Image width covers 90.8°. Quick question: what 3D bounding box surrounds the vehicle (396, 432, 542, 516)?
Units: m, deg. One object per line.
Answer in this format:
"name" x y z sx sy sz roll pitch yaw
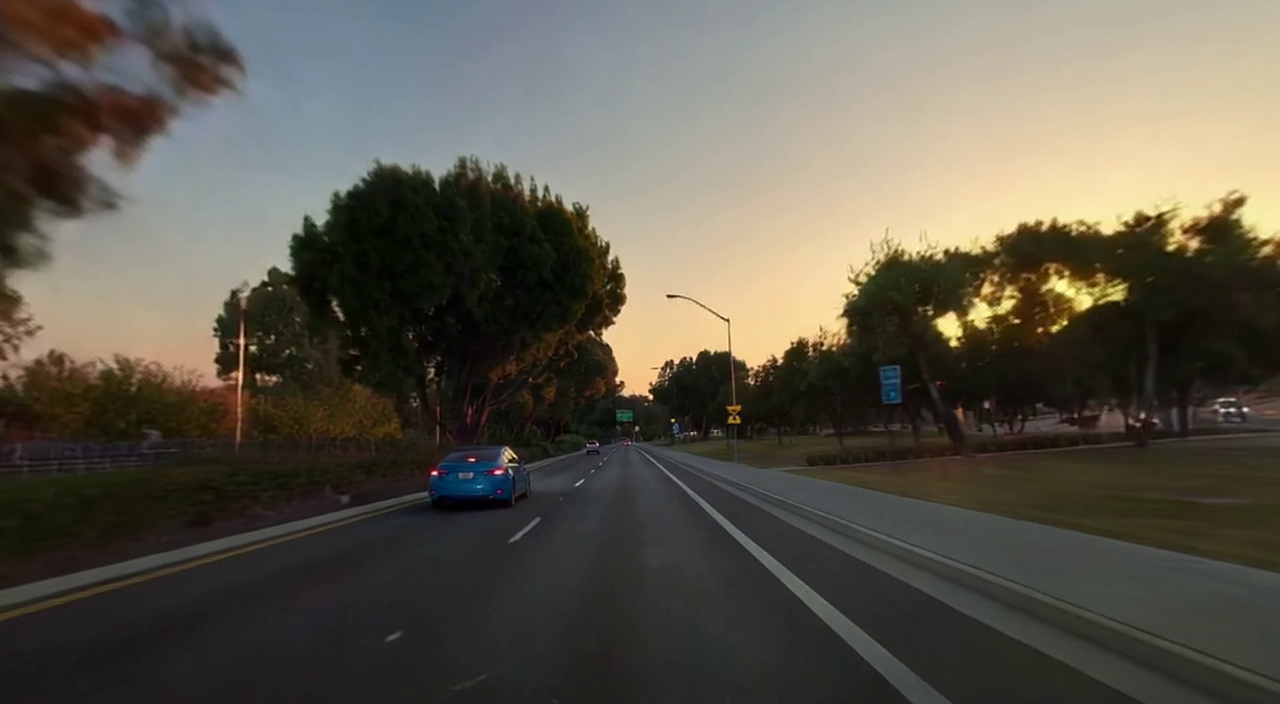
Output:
"vehicle" -3.352 2.472 13.307 1.964 1.472 4.078 0 -8 -1
